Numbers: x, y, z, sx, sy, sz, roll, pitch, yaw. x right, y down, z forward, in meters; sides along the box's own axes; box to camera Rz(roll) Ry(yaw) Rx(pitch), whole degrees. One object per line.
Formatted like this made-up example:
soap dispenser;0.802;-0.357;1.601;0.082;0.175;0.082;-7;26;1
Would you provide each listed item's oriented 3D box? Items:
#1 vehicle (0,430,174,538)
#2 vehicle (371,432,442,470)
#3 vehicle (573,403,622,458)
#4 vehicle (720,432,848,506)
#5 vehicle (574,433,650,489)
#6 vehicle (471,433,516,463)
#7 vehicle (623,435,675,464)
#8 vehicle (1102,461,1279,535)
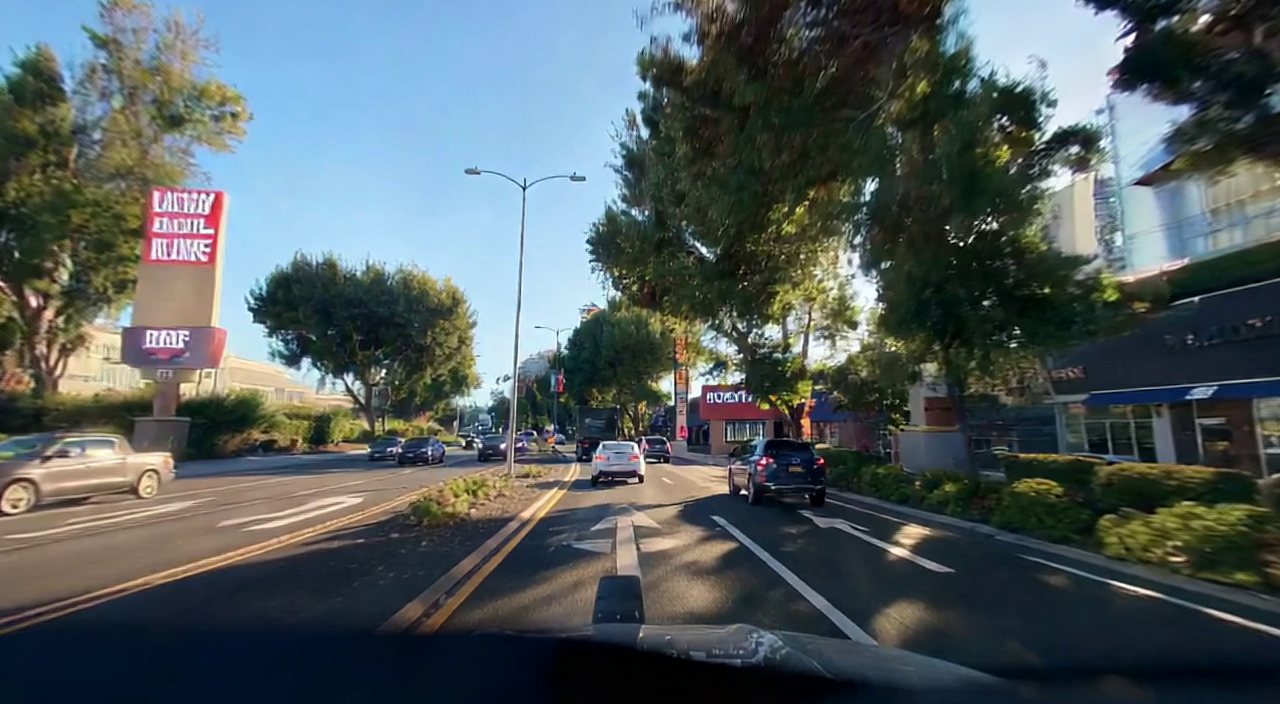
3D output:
vehicle;-9.875;2.034;10.199;1.797;1.503;3.784;0;-8;-1
vehicle;-11.075;4.703;30.222;2.091;1.642;4.299;1;-8;-5
vehicle;-3.103;5.565;44.317;2.917;3.482;6.946;1;-8;-7
vehicle;3.196;2.654;14.841;1.889;1.480;3.876;1;-8;-4
vehicle;-0.838;3.124;18.417;1.991;1.472;3.518;1;-8;-3
vehicle;-8.471;5.552;36.721;1.966;1.616;4.038;1;-8;-6
vehicle;0.439;5.262;34.217;2.056;1.472;3.870;2;-8;-11
vehicle;12.956;3.173;13.939;3.843;1.402;1.926;-1;-8;6
